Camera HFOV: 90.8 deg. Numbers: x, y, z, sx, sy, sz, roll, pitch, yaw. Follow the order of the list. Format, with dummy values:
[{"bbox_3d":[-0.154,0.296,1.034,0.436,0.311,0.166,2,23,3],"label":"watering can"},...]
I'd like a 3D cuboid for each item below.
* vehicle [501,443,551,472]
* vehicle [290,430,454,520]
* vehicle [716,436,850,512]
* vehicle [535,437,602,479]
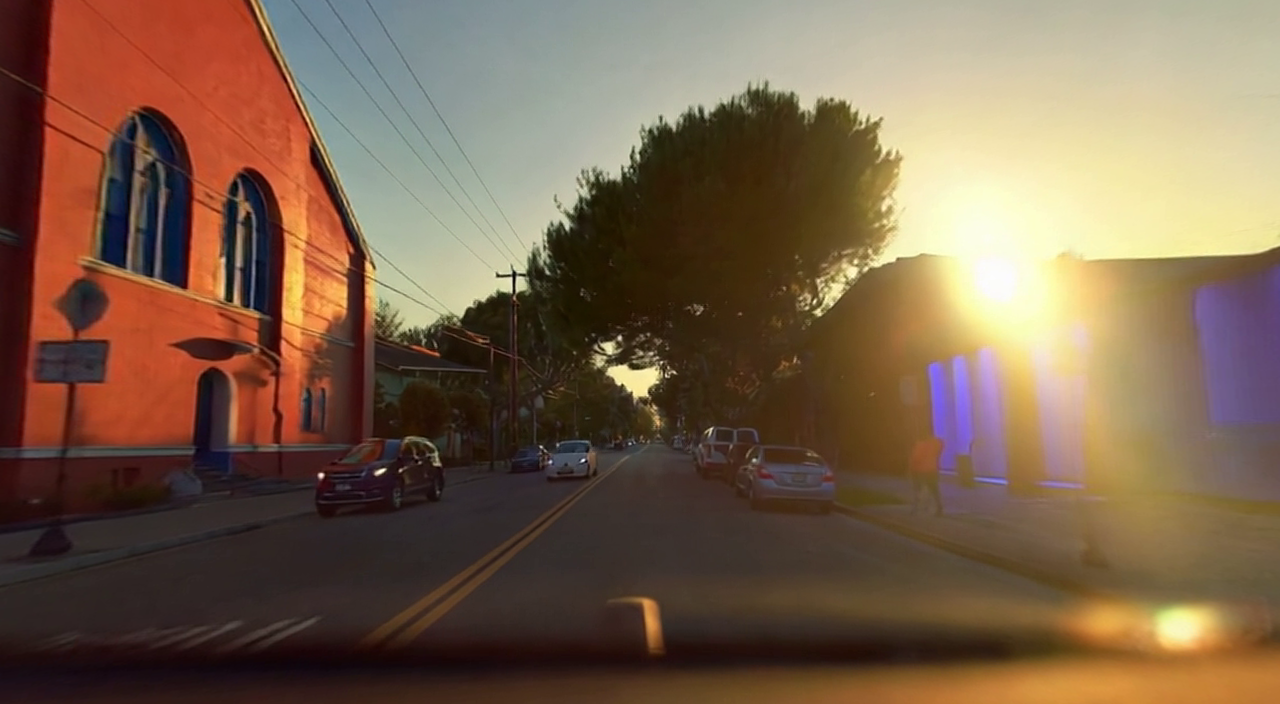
[{"bbox_3d":[-6.289,5.852,35.356,1.844,1.486,4.474,-1,-8,2],"label":"vehicle"},{"bbox_3d":[-6.351,2.894,15.601,2.140,1.746,4.385,-4,-7,0],"label":"vehicle"},{"bbox_3d":[3.098,2.734,14.749,1.966,1.471,4.552,0,-8,-1],"label":"vehicle"},{"bbox_3d":[-2.750,4.204,25.353,2.036,1.515,4.437,-1,-8,2],"label":"vehicle"}]
